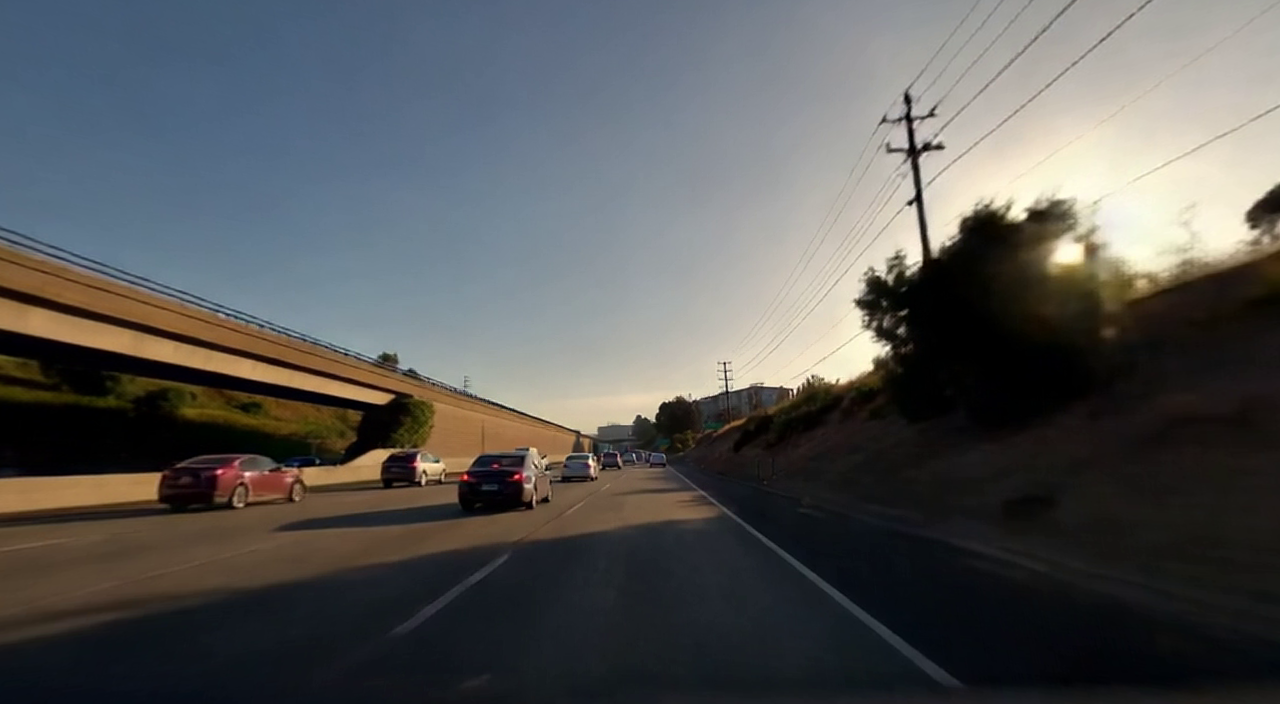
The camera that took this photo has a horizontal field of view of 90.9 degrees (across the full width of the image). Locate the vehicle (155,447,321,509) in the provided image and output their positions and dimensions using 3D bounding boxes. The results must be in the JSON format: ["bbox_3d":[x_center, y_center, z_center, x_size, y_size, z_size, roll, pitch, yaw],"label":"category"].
[{"bbox_3d":[-10.901,3.405,17.511,1.981,1.484,3.827,0,-8,1],"label":"vehicle"}]

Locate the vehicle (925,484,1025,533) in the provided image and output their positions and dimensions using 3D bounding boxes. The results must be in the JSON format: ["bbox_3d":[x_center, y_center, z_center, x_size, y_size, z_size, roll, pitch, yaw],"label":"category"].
[{"bbox_3d":[13.546,6.313,25.766,1.853,1.586,3.727,1,-8,-3],"label":"vehicle"}]

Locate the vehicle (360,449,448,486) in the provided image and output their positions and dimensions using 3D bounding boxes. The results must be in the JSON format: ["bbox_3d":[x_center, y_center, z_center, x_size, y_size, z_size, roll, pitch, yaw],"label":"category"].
[{"bbox_3d":[-10.742,5.279,29.136,1.978,1.498,4.940,0,-8,2],"label":"vehicle"}]

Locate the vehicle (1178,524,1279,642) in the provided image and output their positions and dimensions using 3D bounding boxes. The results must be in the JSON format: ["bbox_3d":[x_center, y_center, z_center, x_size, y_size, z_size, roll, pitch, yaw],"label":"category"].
[{"bbox_3d":[10.890,3.584,9.055,1.962,1.584,4.807,0,-8,-2],"label":"vehicle"}]

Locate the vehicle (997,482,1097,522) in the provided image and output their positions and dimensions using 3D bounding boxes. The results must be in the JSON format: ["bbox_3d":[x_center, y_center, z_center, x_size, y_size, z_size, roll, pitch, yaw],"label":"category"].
[{"bbox_3d":[21.720,7.996,33.944,1.941,1.715,4.868,0,-8,-2],"label":"vehicle"}]

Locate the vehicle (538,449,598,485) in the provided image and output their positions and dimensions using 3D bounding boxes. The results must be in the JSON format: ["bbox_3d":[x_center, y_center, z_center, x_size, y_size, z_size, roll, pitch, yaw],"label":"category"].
[{"bbox_3d":[-3.129,5.117,28.338,2.056,1.449,4.330,0,-8,2],"label":"vehicle"}]

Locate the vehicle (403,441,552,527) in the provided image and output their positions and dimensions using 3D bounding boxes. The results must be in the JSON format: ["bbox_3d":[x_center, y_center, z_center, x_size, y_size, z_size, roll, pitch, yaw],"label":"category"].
[{"bbox_3d":[-3.181,2.662,13.369,1.939,1.511,4.246,0,-8,1],"label":"vehicle"}]

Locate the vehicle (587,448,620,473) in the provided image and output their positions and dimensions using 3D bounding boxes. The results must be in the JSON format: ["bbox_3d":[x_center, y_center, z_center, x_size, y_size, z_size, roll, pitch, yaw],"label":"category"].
[{"bbox_3d":[-2.681,8.128,47.533,2.052,1.731,4.372,0,-8,2],"label":"vehicle"}]
